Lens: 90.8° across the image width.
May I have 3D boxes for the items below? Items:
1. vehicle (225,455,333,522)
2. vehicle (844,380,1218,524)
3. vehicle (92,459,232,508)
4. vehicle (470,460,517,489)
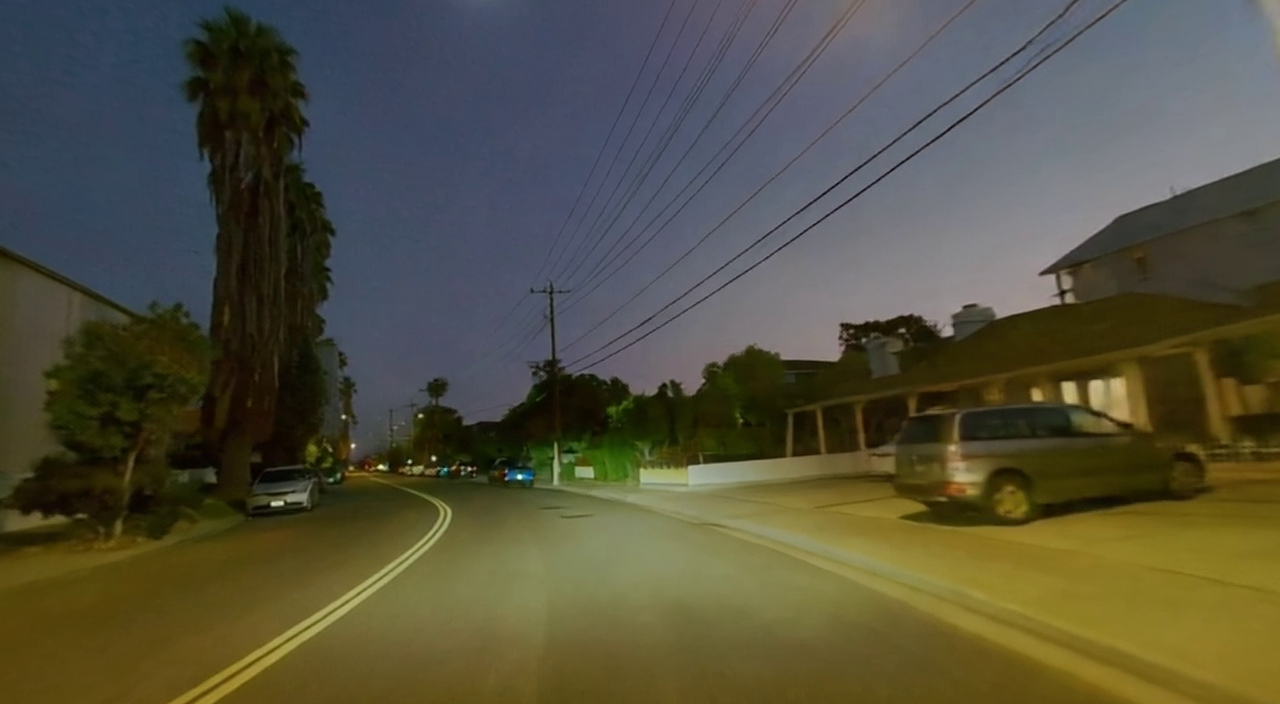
[{"bbox_3d":[-11.719,4.433,20.911,2.410,1.790,4.699,1,-10,-22],"label":"vehicle"},{"bbox_3d":[6.526,1.689,10.871,5.102,2.040,2.472,2,-9,-14],"label":"vehicle"},{"bbox_3d":[-19.748,5.429,26.304,4.060,1.843,1.979,2,-9,-16],"label":"vehicle"},{"bbox_3d":[-8.531,7.061,36.650,1.870,1.490,3.802,4,-10,-25],"label":"vehicle"}]
